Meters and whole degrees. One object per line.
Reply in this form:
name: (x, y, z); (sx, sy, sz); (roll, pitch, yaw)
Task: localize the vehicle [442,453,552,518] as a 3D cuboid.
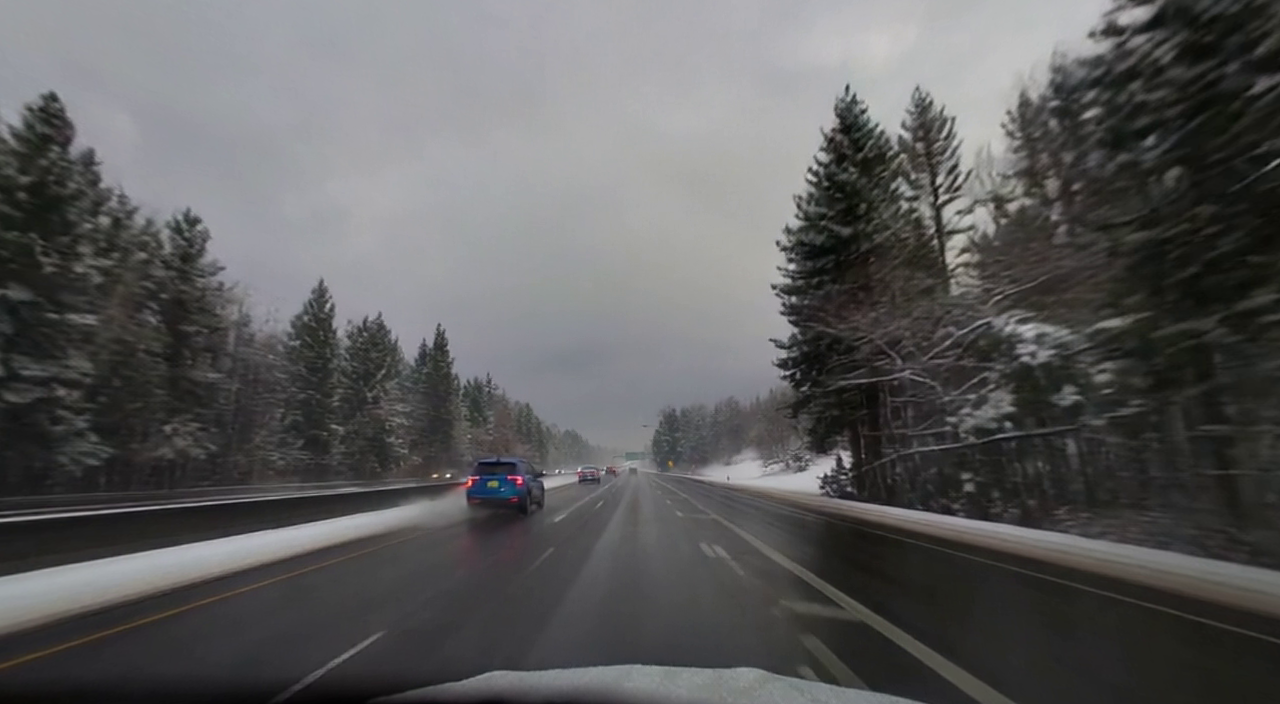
vehicle: (-3.904, 3.762, 18.095); (2.068, 1.592, 4.479); (0, -10, 1)

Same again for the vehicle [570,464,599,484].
vehicle: (-4.286, 9.588, 49.472); (1.900, 1.469, 4.106); (0, -10, 0)
